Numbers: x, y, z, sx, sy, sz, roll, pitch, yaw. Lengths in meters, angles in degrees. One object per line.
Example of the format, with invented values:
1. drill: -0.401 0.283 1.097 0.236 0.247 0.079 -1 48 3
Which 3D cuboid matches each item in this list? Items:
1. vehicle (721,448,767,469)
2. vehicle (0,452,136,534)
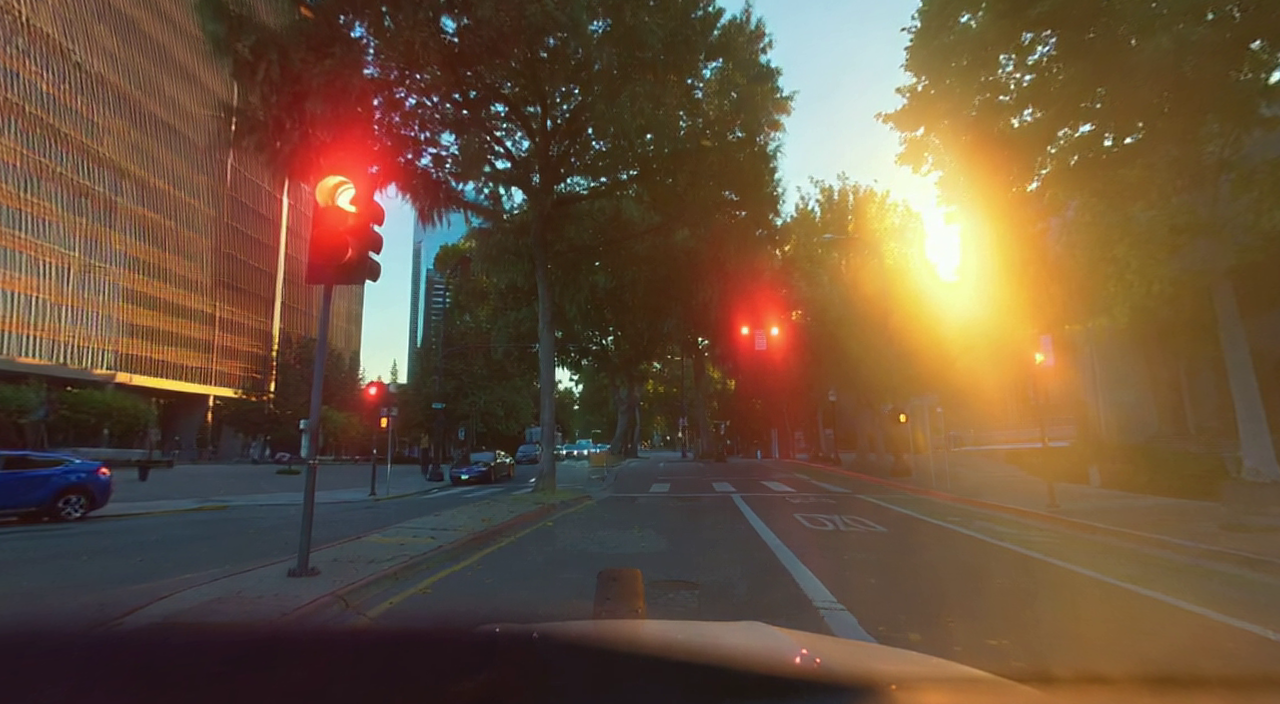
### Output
1. vehicle: 7.868 8.125 48.415 1.829 1.440 4.384 2 -9 -14
2. vehicle: -12.853 2.716 12.272 4.598 1.490 1.816 7 -11 -40
